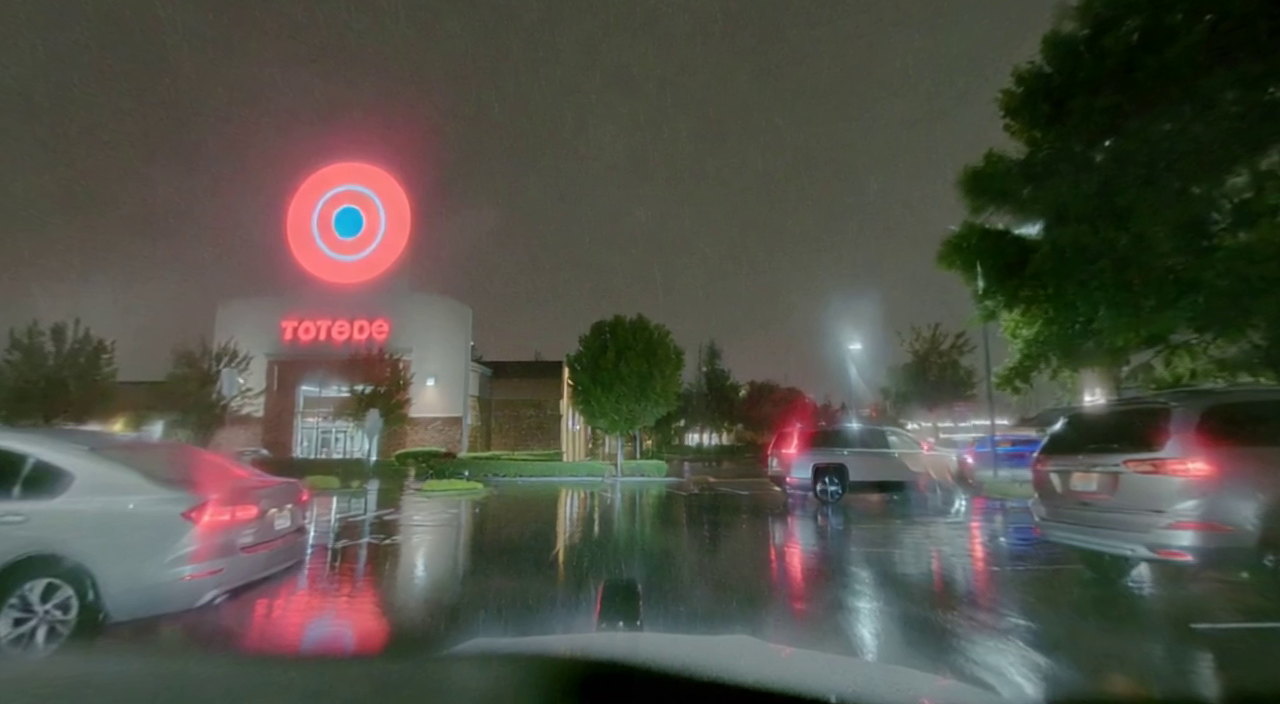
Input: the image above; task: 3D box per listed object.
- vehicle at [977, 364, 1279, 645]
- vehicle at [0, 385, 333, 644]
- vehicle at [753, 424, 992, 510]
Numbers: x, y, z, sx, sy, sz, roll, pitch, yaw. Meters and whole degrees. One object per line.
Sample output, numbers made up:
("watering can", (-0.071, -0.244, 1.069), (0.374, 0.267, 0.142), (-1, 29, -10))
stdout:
("vehicle", (6.553, 1.283, 5.835), (5.517, 1.946, 2.410), (1, -8, -3))
("vehicle", (-4.900, 1.085, 4.601), (4.335, 1.499, 1.856), (0, -8, -5))
("vehicle", (5.516, 2.773, 15.537), (4.864, 1.916, 2.413), (1, -8, -4))
